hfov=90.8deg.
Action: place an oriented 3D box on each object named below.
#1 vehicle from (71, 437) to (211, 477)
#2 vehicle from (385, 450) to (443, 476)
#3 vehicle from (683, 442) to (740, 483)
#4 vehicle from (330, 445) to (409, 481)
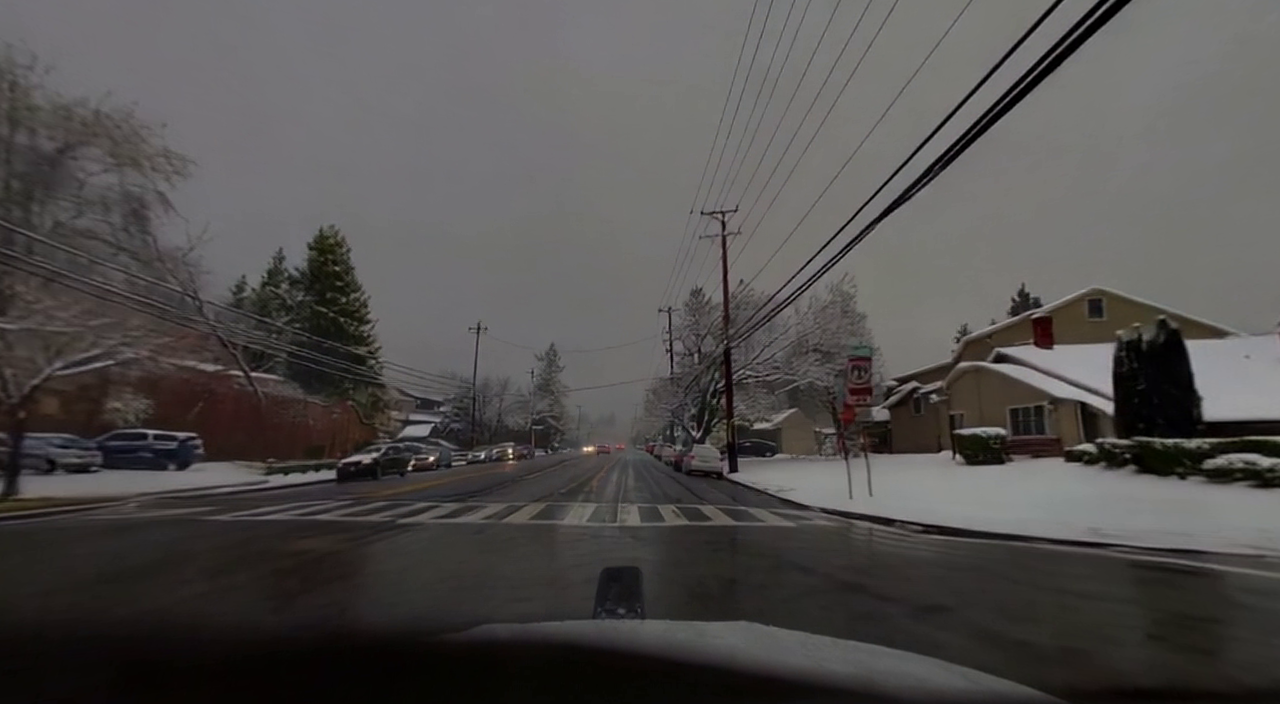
[{"bbox_3d":[-22.544,4.756,28.694,4.612,1.736,1.951,0,-9,-1],"label":"vehicle"},{"bbox_3d":[-14.092,6.898,39.661,1.887,1.490,4.656,0,-9,0],"label":"vehicle"},{"bbox_3d":[3.270,5.145,29.734,2.045,1.746,4.564,0,-9,-1],"label":"vehicle"},{"bbox_3d":[-14.152,5.822,33.400,1.913,1.745,4.992,0,-9,1],"label":"vehicle"}]
